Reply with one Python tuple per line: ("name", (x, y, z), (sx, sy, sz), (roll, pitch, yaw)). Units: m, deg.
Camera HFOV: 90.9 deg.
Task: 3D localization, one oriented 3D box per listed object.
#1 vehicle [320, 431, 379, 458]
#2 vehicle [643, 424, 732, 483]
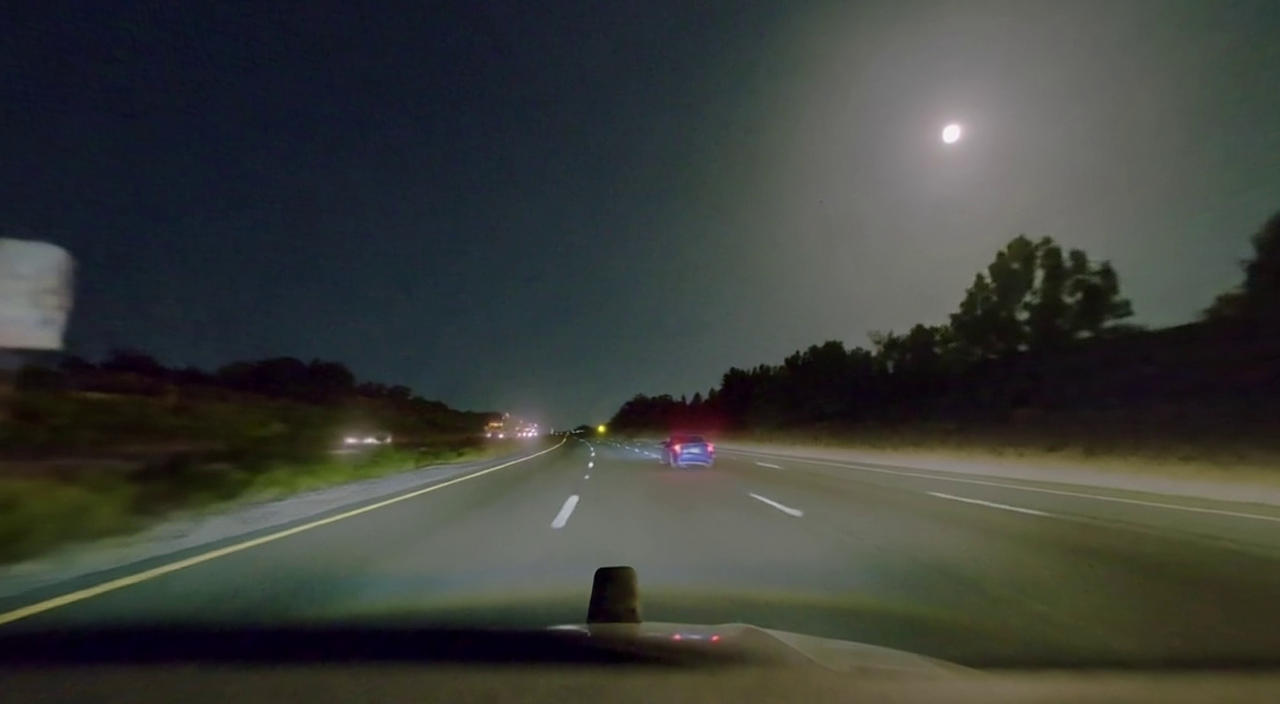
("vehicle", (-16.825, 5.340, 36.689), (1.728, 1.454, 4.057), (0, -8, -4))
("vehicle", (1.310, 3.043, 19.322), (1.997, 1.589, 4.179), (0, -8, -6))
